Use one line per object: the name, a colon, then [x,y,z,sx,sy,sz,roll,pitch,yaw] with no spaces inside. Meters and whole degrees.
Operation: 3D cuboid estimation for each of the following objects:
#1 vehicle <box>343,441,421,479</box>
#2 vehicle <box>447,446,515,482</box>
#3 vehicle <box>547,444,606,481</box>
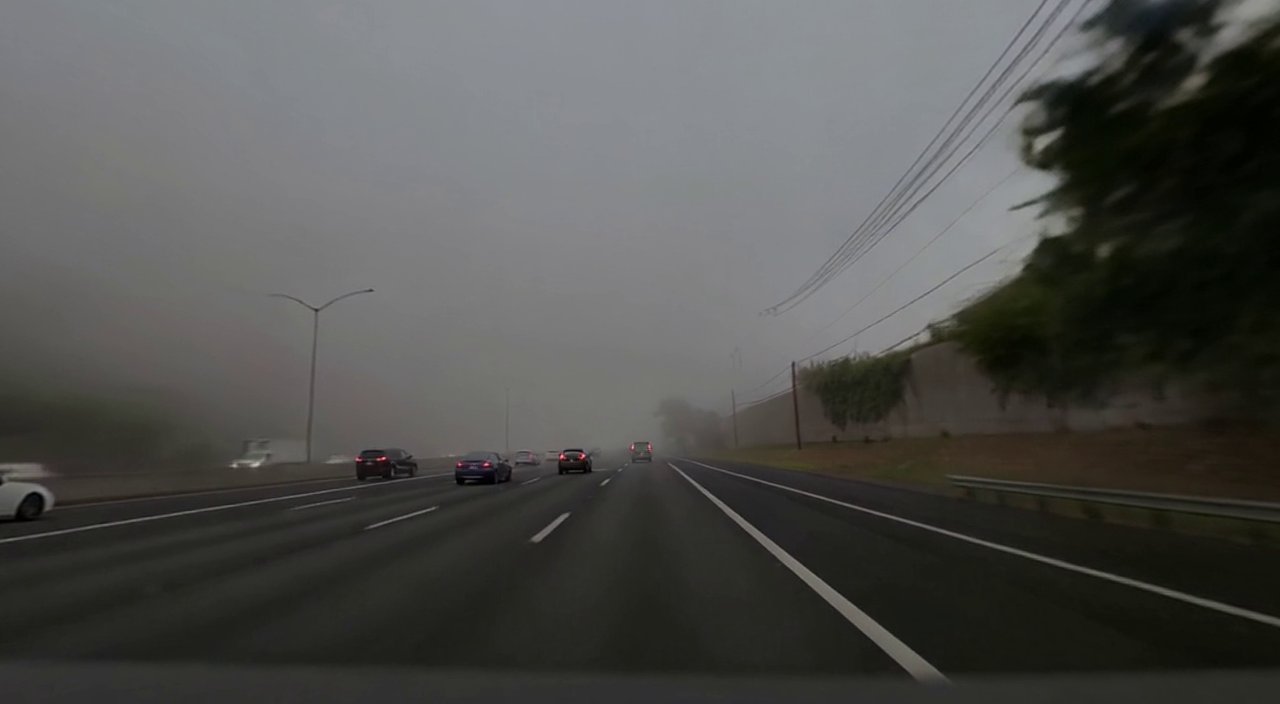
vehicle: [-14.269,5.999,35.276,2.172,1.946,5.017,0,-9,1]
vehicle: [-7.082,5.023,28.502,1.899,1.472,4.202,0,-9,1]
vehicle: [-2.639,4.738,27.258,2.064,1.446,4.409,0,-9,1]
